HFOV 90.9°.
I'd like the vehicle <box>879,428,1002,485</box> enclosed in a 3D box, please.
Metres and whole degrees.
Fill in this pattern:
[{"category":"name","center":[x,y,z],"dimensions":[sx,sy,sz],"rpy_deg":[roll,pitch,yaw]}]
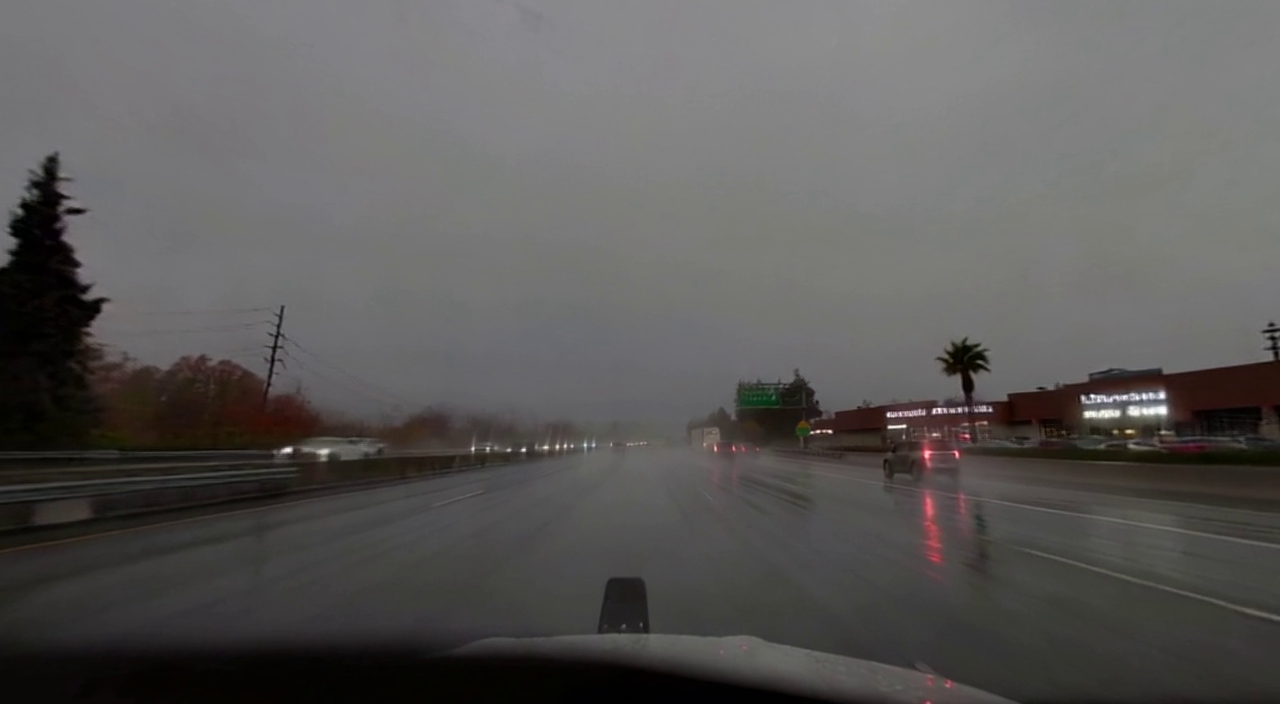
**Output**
[{"category":"vehicle","center":[10.859,3.809,23.267],"dimensions":[2.168,1.861,4.678],"rpy_deg":[0,-8,0]}]

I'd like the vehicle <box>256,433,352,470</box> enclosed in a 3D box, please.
[{"category":"vehicle","center":[-15.897,4.726,30.192],"dimensions":[1.955,1.600,4.683],"rpy_deg":[0,-8,1]}]
